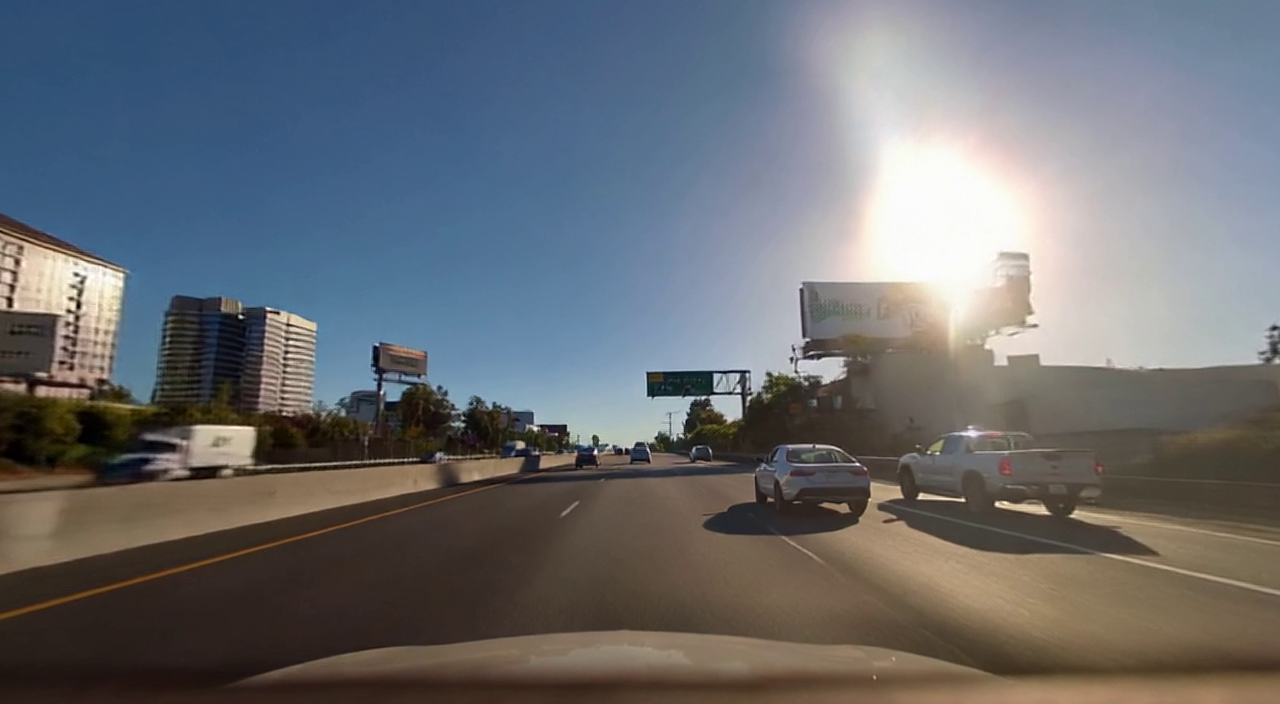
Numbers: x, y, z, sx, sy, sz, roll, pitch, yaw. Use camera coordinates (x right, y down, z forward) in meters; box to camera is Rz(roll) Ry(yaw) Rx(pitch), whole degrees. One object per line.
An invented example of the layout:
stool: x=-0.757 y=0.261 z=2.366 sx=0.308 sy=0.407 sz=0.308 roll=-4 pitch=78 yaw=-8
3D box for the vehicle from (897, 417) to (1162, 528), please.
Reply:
vehicle: x=7.398 y=2.348 z=12.837 sx=2.176 sy=1.793 sz=4.841 roll=0 pitch=-9 yaw=-1

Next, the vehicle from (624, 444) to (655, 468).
vehicle: x=-0.069 y=7.774 z=47.367 sx=2.191 sy=1.685 sz=4.015 roll=0 pitch=-9 yaw=-1

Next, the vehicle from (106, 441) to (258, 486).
vehicle: x=-25.635 y=6.256 z=36.006 sx=2.922 sy=2.226 sz=7.704 roll=0 pitch=-9 yaw=0

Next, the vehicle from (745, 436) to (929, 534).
vehicle: x=3.449 y=2.426 z=12.140 sx=1.987 sy=1.509 sz=4.512 roll=0 pitch=-9 yaw=-1
